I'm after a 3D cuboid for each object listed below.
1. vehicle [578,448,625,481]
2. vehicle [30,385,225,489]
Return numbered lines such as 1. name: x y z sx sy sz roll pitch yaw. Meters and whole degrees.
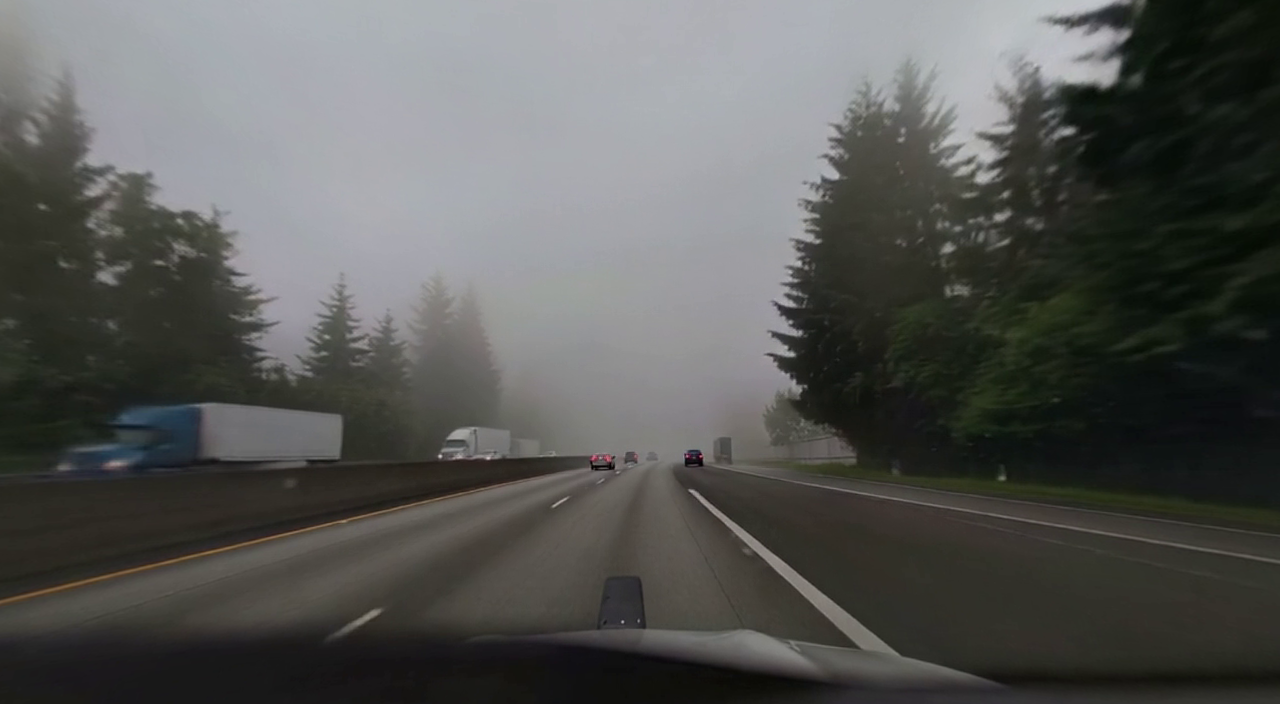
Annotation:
1. vehicle: -1.855 5.663 31.958 2.035 1.513 4.272 -1 -9 1
2. vehicle: -21.866 3.767 27.505 2.968 3.964 6.130 -1 -9 2
